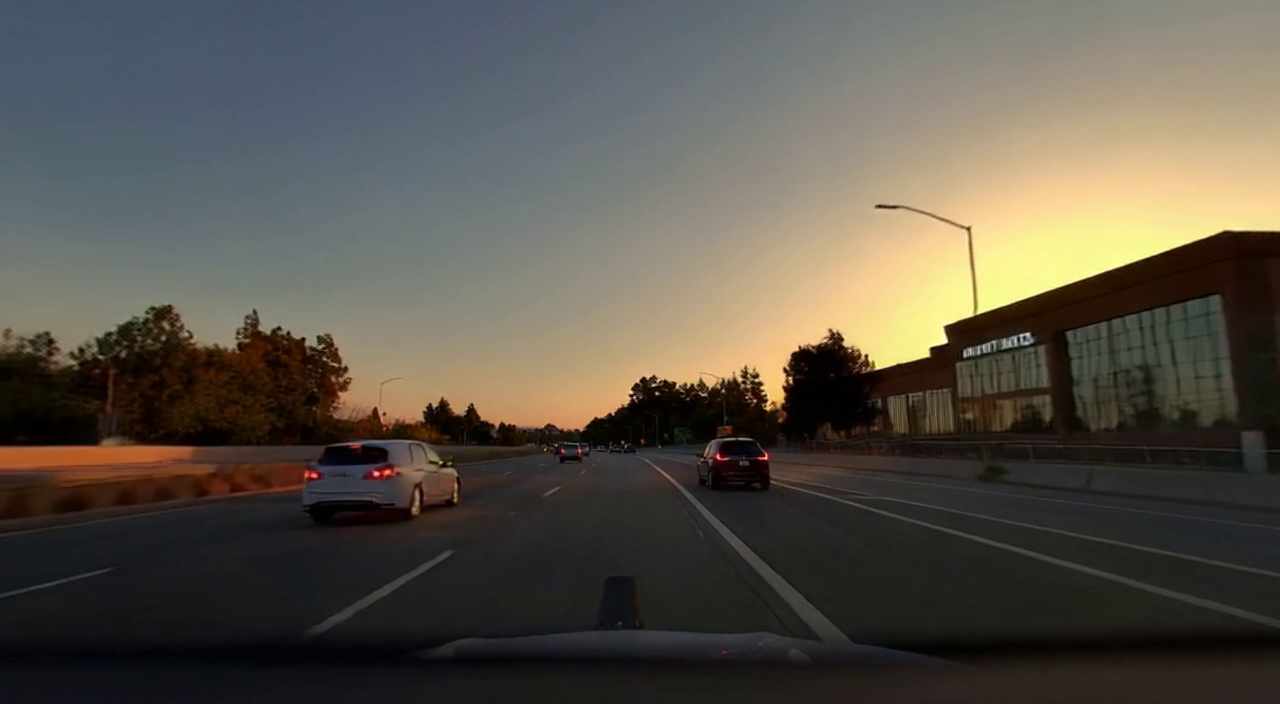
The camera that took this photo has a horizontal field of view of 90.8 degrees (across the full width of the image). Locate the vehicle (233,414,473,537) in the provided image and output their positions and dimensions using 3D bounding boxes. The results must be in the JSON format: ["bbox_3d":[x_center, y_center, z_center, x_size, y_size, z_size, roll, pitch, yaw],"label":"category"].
[{"bbox_3d":[-4.804,2.144,11.607,2.176,1.779,4.755,0,-8,0],"label":"vehicle"}]

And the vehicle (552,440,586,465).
[{"bbox_3d":[-5.268,7.571,47.675,2.160,1.794,4.646,0,-8,-2],"label":"vehicle"}]

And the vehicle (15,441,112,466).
[{"bbox_3d":[-35.186,6.183,38.733,1.825,1.450,4.300,0,-8,1],"label":"vehicle"}]

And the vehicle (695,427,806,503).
[{"bbox_3d":[2.672,2.861,16.409,1.997,1.686,4.247,0,-8,-2],"label":"vehicle"}]
